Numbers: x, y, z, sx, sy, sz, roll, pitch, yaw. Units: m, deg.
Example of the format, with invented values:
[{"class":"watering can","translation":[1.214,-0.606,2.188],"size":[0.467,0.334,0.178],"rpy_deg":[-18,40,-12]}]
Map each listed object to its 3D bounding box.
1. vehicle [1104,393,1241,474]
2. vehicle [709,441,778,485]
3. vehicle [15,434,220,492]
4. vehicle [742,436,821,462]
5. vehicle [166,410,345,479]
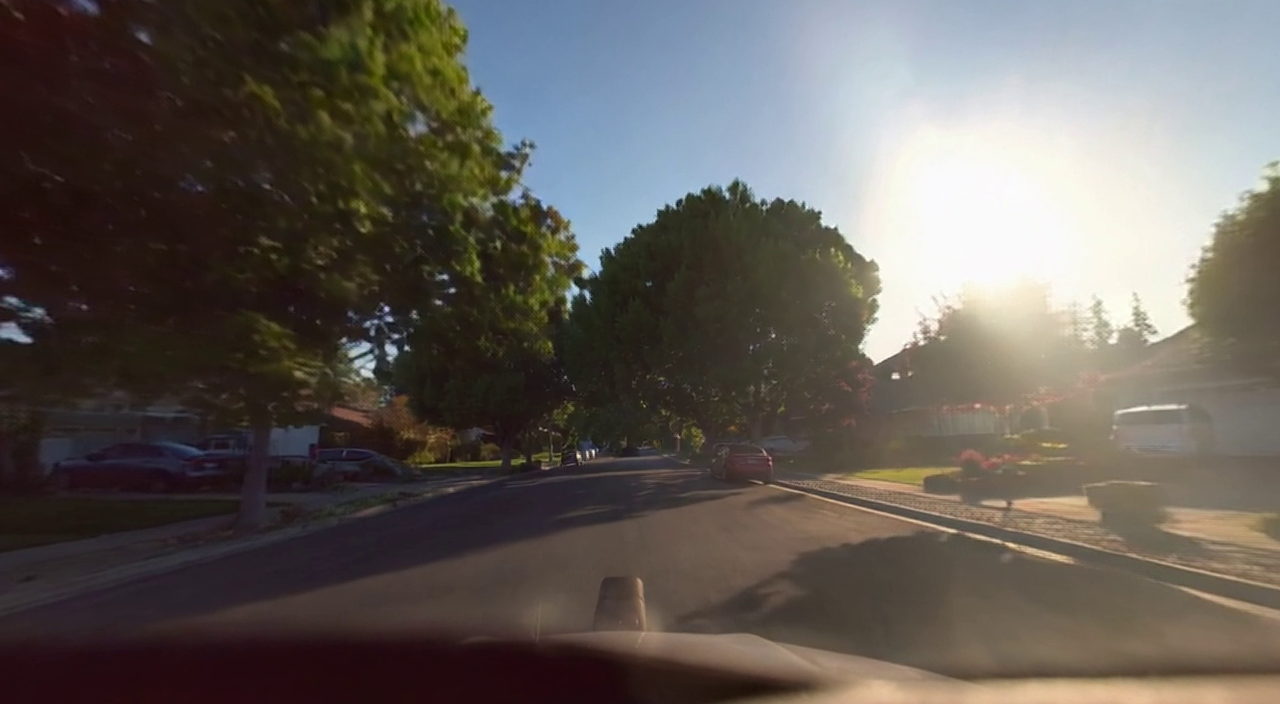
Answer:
[{"class":"vehicle","translation":[14.876,2.366,17.922],"size":[2.222,1.963,4.670],"rpy_deg":[-6,-10,32]},{"class":"vehicle","translation":[3.935,4.276,24.607],"size":[2.011,1.521,4.292],"rpy_deg":[0,-8,1]},{"class":"vehicle","translation":[-15.710,3.322,19.200],"size":[2.018,1.534,4.253],"rpy_deg":[-5,-10,28]},{"class":"vehicle","translation":[10.277,7.069,46.014],"size":[5.227,1.813,2.136],"rpy_deg":[-1,-9,1]},{"class":"vehicle","translation":[-16.683,4.059,27.503],"size":[6.381,2.645,2.703],"rpy_deg":[-4,-9,10]}]
